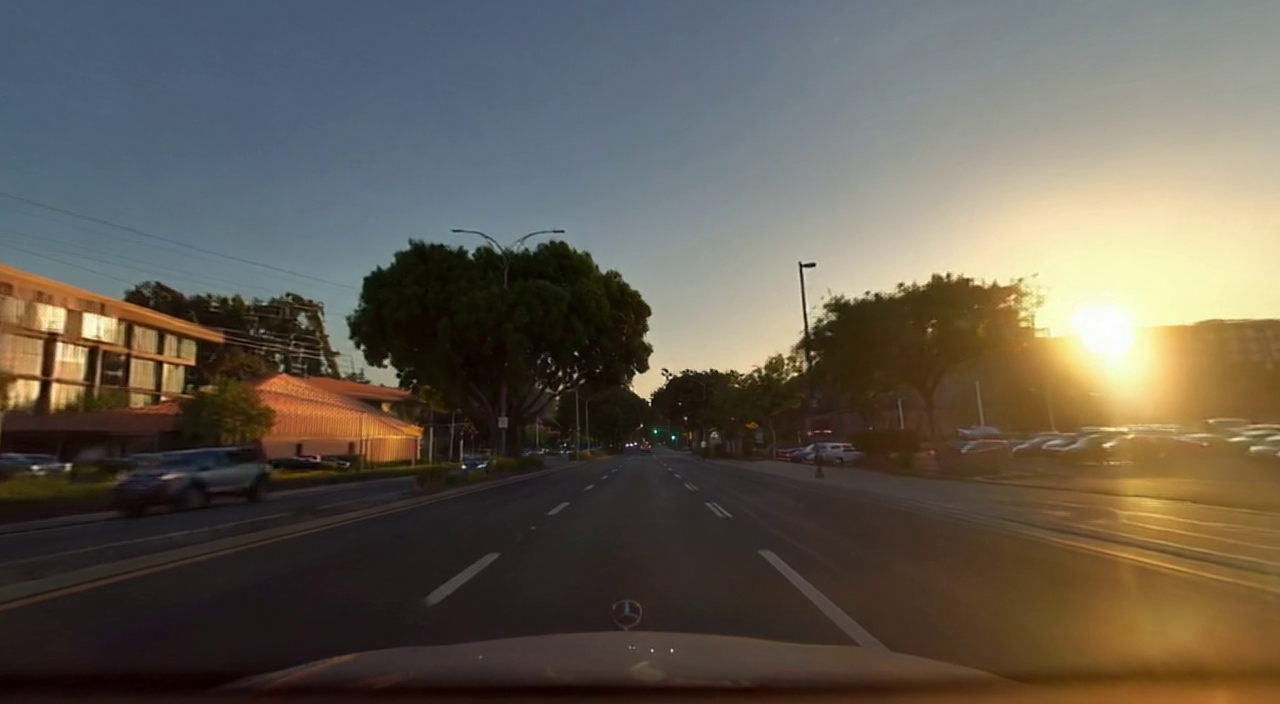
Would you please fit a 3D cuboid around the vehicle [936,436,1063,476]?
[{"bbox_3d":[17.049,4.935,29.946,4.720,1.769,2.229,0,-9,-5],"label":"vehicle"}]

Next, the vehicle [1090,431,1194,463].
[{"bbox_3d":[29.554,5.619,37.075,4.342,1.641,1.975,-3,-8,0],"label":"vehicle"}]

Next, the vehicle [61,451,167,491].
[{"bbox_3d":[-31.331,7.044,37.646,2.160,2.118,4.989,0,-9,-3],"label":"vehicle"}]

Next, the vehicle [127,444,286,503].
[{"bbox_3d":[-15.830,4.401,23.386,2.266,1.924,5.024,0,-9,1],"label":"vehicle"}]
